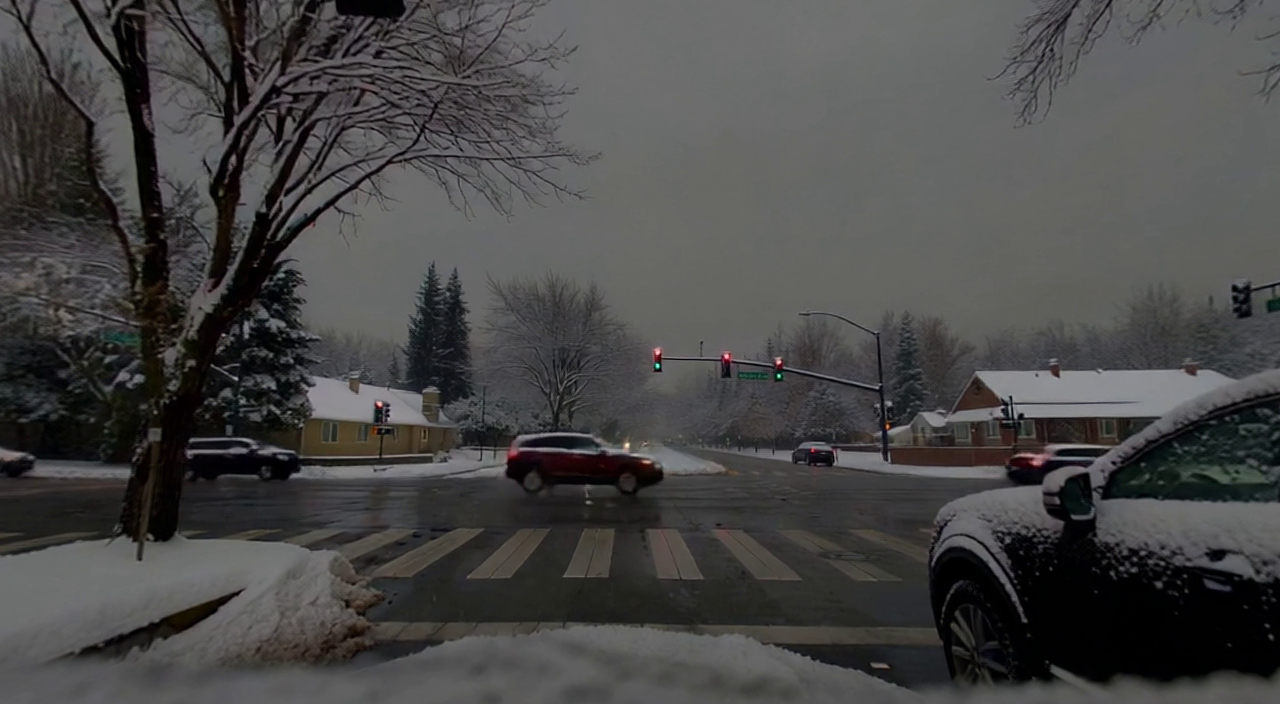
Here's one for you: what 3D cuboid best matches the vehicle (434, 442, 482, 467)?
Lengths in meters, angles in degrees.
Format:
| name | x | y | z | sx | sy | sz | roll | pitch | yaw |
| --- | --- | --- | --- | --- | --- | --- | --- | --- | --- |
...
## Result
| name | x | y | z | sx | sy | sz | roll | pitch | yaw |
| --- | --- | --- | --- | --- | --- | --- | --- | --- | --- |
| vehicle | -13.767 | 7.750 | 48.055 | 2.065 | 1.775 | 4.667 | 0 | -9 | 2 |

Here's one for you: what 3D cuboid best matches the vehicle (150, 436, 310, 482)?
| name | x | y | z | sx | sy | sz | roll | pitch | yaw |
| --- | --- | --- | --- | --- | --- | --- | --- | --- | --- |
| vehicle | -15.358 | 4.033 | 23.964 | 4.532 | 1.633 | 2.130 | 2 | -9 | -10 |

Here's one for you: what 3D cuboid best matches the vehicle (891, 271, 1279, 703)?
| name | x | y | z | sx | sy | sz | roll | pitch | yaw |
| --- | --- | --- | --- | --- | --- | --- | --- | --- | --- |
| vehicle | 2.720 | 0.710 | 1.727 | 2.085 | 1.800 | 4.908 | 0 | -9 | 1 |

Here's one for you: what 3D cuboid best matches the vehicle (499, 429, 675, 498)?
| name | x | y | z | sx | sy | sz | roll | pitch | yaw |
| --- | --- | --- | --- | --- | --- | --- | --- | --- | --- |
| vehicle | -1.323 | 2.911 | 16.721 | 4.332 | 1.682 | 2.025 | 0 | -9 | -1 |
